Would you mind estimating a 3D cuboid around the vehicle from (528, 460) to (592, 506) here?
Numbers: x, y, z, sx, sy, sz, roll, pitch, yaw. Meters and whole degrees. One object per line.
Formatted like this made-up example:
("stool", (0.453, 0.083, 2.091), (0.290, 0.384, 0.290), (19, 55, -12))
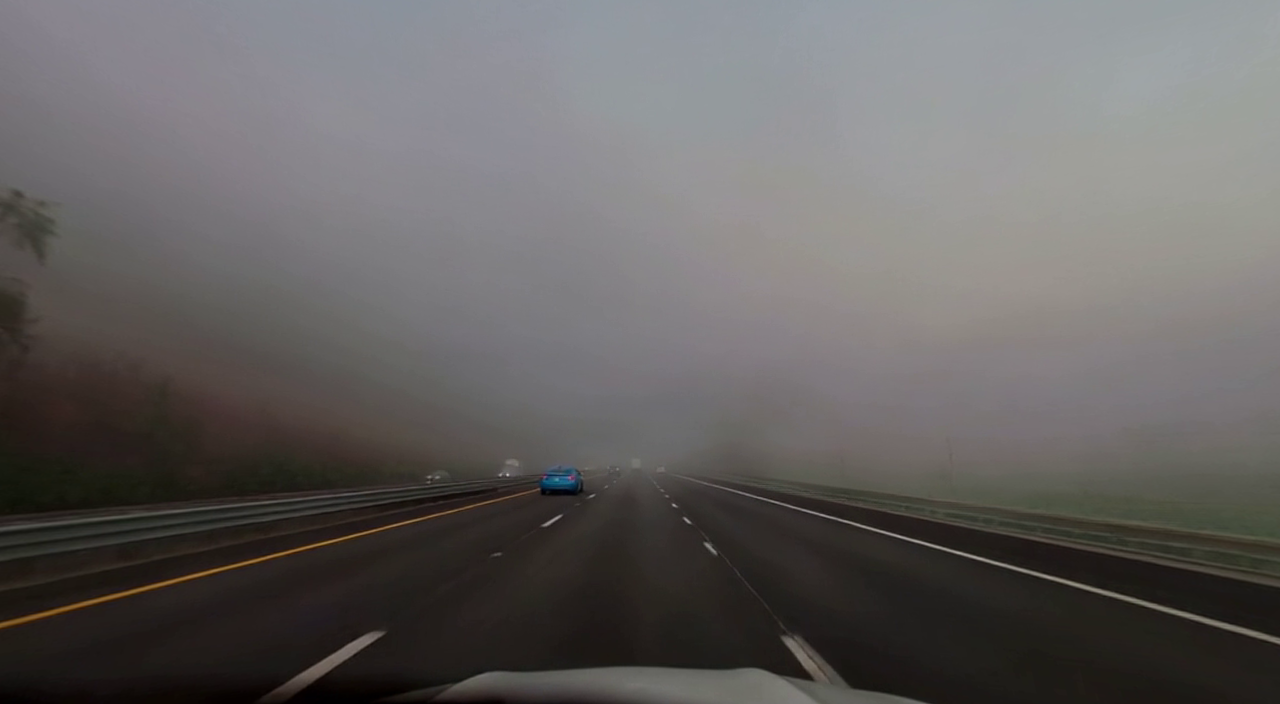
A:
("vehicle", (-2.908, 4.879, 23.717), (1.797, 1.532, 4.072), (1, -10, 1))
